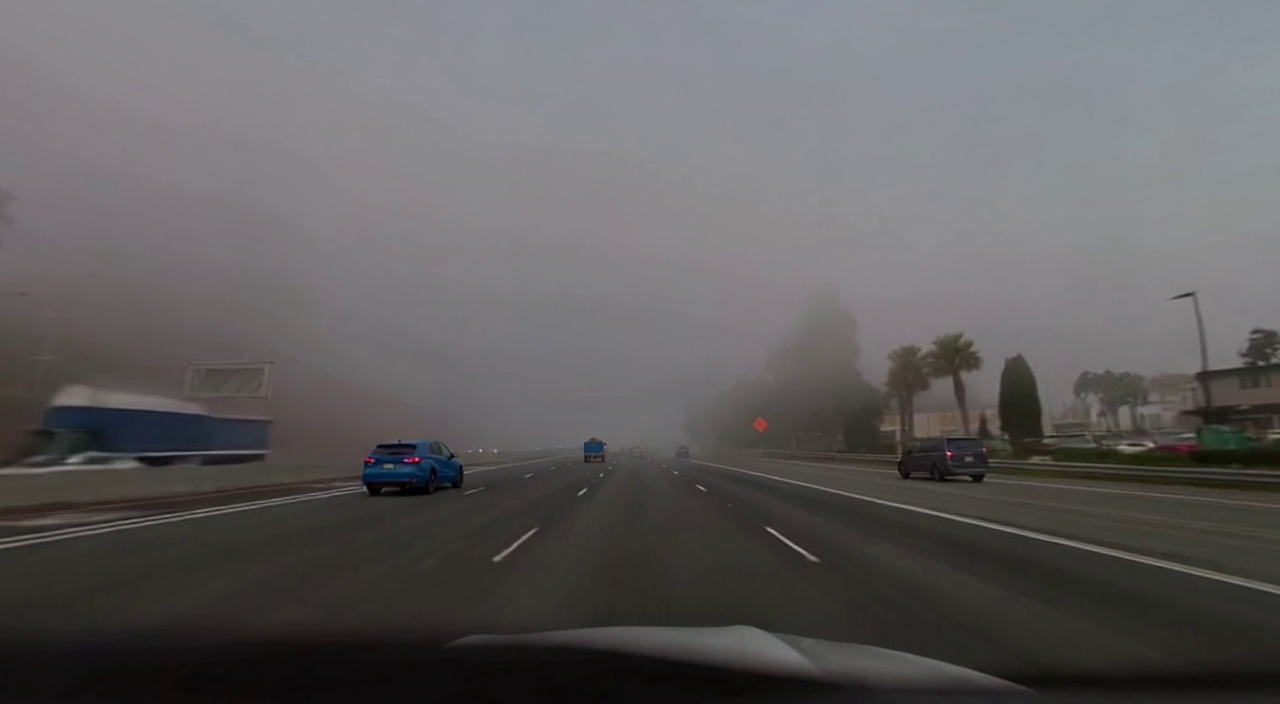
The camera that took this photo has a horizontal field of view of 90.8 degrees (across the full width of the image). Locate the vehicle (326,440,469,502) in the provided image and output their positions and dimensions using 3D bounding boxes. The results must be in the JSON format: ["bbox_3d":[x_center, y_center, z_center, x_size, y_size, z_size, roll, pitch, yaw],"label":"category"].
[{"bbox_3d":[-6.552,3.269,17.833,2.018,1.480,4.999,0,-9,1],"label":"vehicle"}]

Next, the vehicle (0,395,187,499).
[{"bbox_3d":[-21.581,3.585,23.562,3.068,3.193,8.494,0,-9,-1],"label":"vehicle"}]

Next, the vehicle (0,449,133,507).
[{"bbox_3d":[-17.490,3.539,18.134,1.955,1.494,4.733,0,-9,0],"label":"vehicle"}]

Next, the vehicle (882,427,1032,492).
[{"bbox_3d":[9.662,3.334,19.797,2.168,1.792,4.457,0,-9,-3],"label":"vehicle"}]
